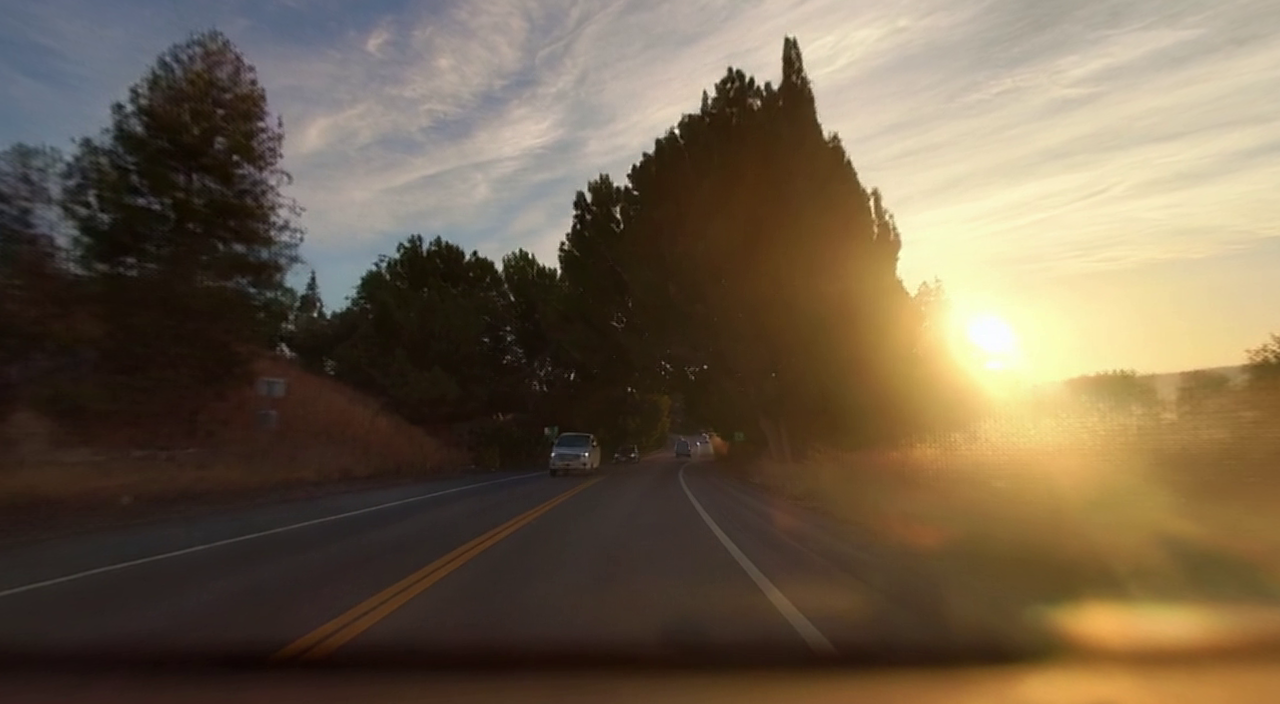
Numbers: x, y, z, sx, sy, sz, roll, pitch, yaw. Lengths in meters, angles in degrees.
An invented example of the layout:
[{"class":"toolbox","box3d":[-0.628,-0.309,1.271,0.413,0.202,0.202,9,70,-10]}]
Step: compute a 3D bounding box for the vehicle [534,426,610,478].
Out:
[{"class":"vehicle","box3d":[-3.359,5.195,33.176,2.825,2.376,7.468,-1,-8,3]}]
